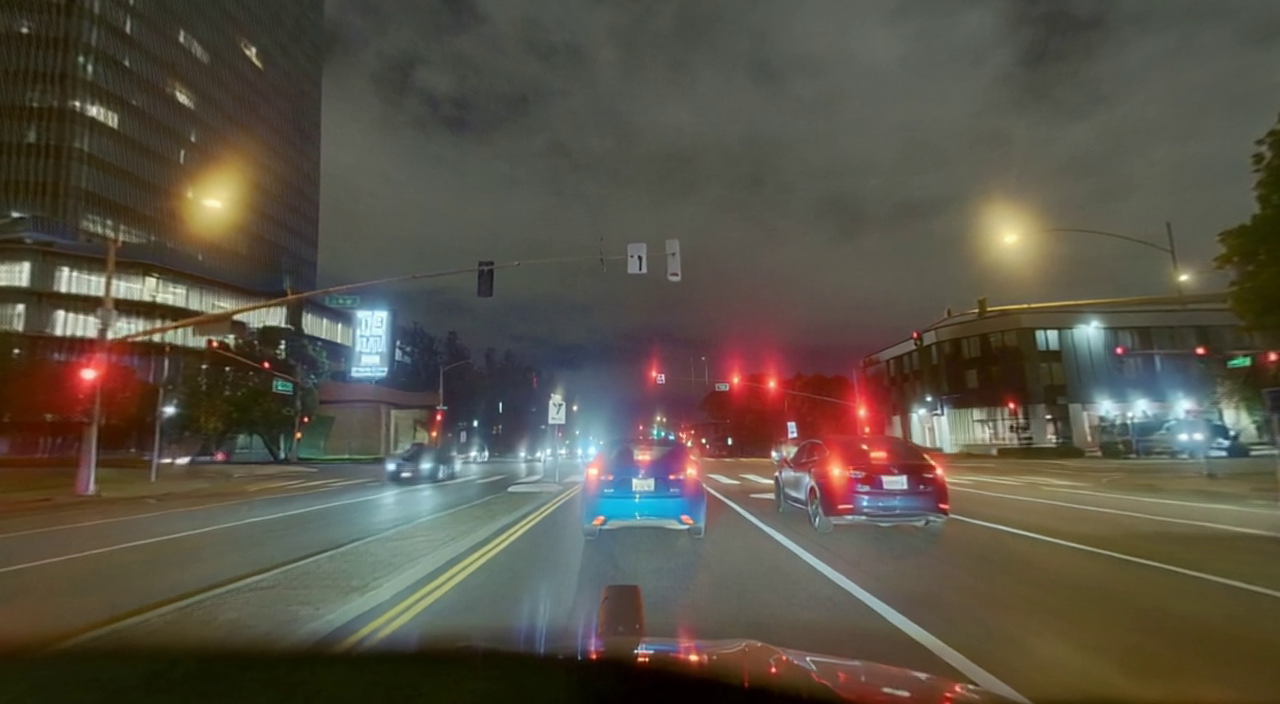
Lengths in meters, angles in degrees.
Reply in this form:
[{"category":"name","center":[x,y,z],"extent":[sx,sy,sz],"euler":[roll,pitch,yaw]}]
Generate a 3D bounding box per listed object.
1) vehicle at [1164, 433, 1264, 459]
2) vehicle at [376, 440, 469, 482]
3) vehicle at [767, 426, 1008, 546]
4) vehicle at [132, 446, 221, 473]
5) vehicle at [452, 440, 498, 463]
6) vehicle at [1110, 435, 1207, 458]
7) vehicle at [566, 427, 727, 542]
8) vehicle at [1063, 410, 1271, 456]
[{"category":"vehicle","center":[35.121,5.781,38.754],"extent":[4.190,1.535,1.998],"euler":[0,-9,-1]},{"category":"vehicle","center":[-8.486,4.285,25.120],"extent":[2.004,1.476,4.671],"euler":[0,-9,1]},{"category":"vehicle","center":[3.579,2.036,10.279],"extent":[2.018,1.491,4.544],"euler":[0,-9,-1]},{"category":"vehicle","center":[-26.751,6.205,36.538],"extent":[3.657,1.528,1.783],"euler":[1,-9,-4]},{"category":"vehicle","center":[-12.590,7.652,48.522],"extent":[2.166,1.659,4.654],"euler":[0,-9,1]},{"category":"vehicle","center":[34.534,6.327,42.139],"extent":[4.616,1.476,2.165],"euler":[0,-9,-3]},{"category":"vehicle","center":[0.058,2.030,10.274],"extent":[2.087,1.468,4.014],"euler":[0,-9,-1]},{"category":"vehicle","center":[38.295,5.966,46.203],"extent":[12.695,3.252,3.036],"euler":[0,-9,-3]}]
